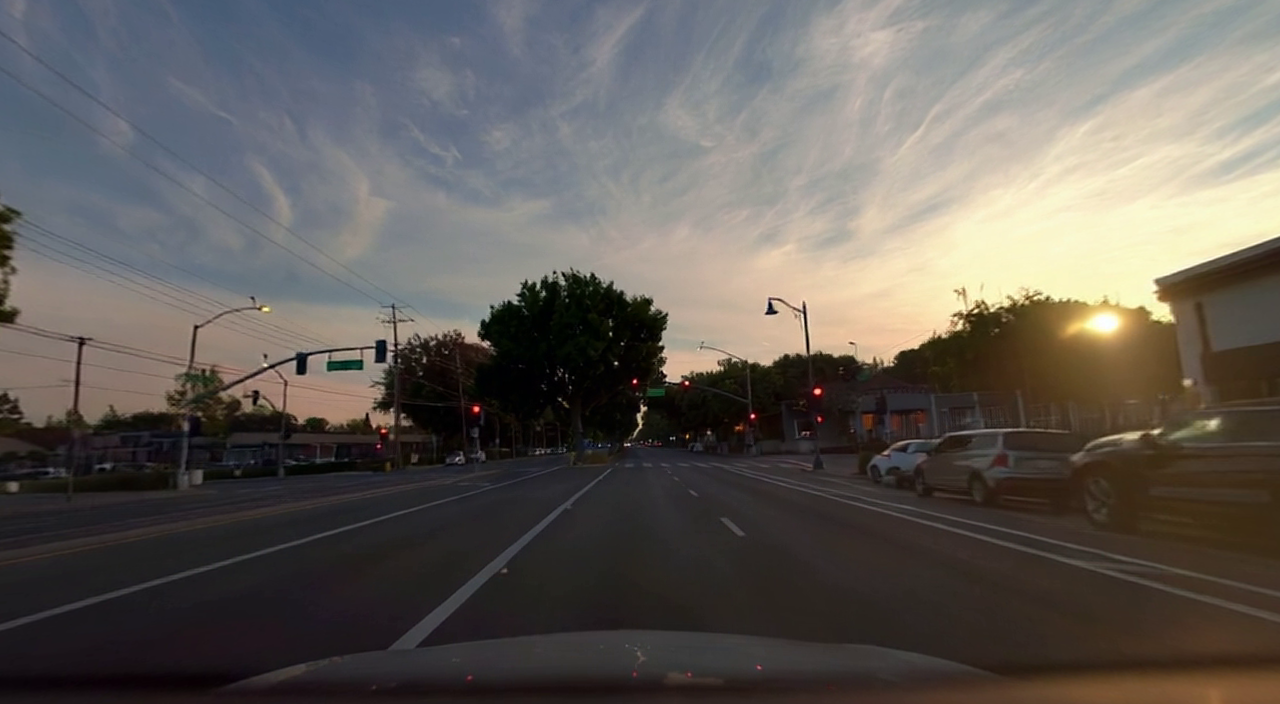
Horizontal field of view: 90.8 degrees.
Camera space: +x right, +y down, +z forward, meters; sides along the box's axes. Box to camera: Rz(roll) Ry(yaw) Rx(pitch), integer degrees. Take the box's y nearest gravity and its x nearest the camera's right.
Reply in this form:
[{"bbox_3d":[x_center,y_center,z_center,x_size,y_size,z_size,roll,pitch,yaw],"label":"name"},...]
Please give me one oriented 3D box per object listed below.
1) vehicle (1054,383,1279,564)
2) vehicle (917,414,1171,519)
[{"bbox_3d":[7.790,1.404,7.504,2.130,1.877,5.334,0,-9,0],"label":"vehicle"},{"bbox_3d":[7.908,2.293,13.132,2.063,1.749,4.776,0,-9,0],"label":"vehicle"}]
